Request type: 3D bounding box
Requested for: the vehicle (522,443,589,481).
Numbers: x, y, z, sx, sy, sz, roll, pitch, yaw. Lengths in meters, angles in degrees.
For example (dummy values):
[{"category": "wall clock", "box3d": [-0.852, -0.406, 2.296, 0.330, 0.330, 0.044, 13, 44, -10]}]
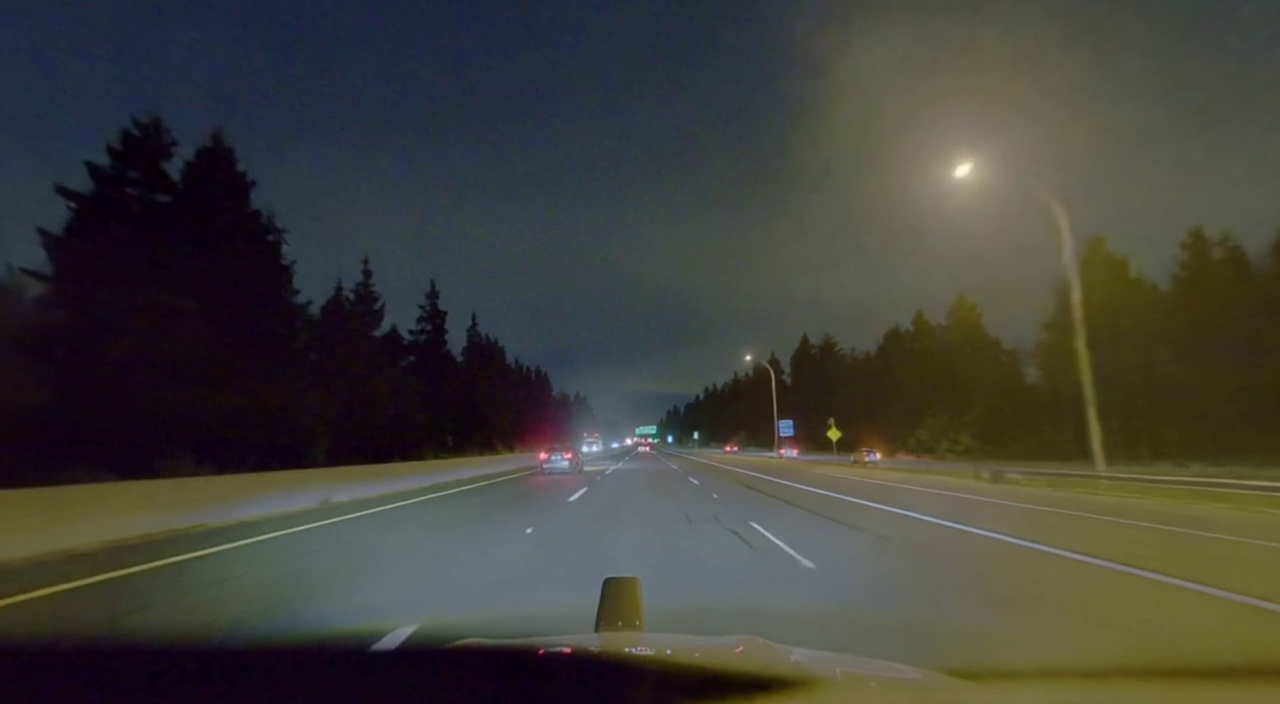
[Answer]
[{"category": "vehicle", "box3d": [-3.518, 4.696, 27.223, 2.162, 1.493, 4.583, 0, -9, 1]}]
